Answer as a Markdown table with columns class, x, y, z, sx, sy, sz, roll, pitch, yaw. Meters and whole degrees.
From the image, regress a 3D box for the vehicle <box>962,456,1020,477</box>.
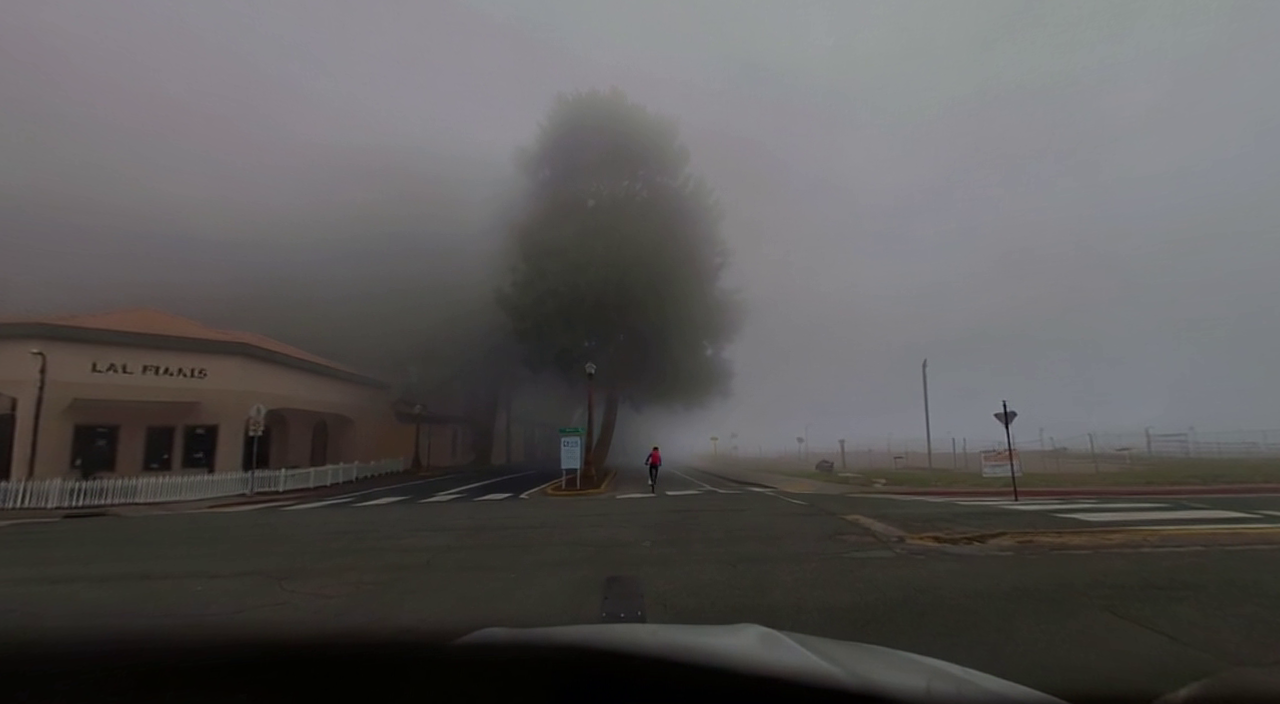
| class | x | y | z | sx | sy | sz | roll | pitch | yaw |
| --- | --- | --- | --- | --- | --- | --- | --- | --- | --- |
| vehicle | 26.948 | 8.748 | 48.478 | 3.794 | 1.403 | 1.636 | 1 | -9 | -17 |
